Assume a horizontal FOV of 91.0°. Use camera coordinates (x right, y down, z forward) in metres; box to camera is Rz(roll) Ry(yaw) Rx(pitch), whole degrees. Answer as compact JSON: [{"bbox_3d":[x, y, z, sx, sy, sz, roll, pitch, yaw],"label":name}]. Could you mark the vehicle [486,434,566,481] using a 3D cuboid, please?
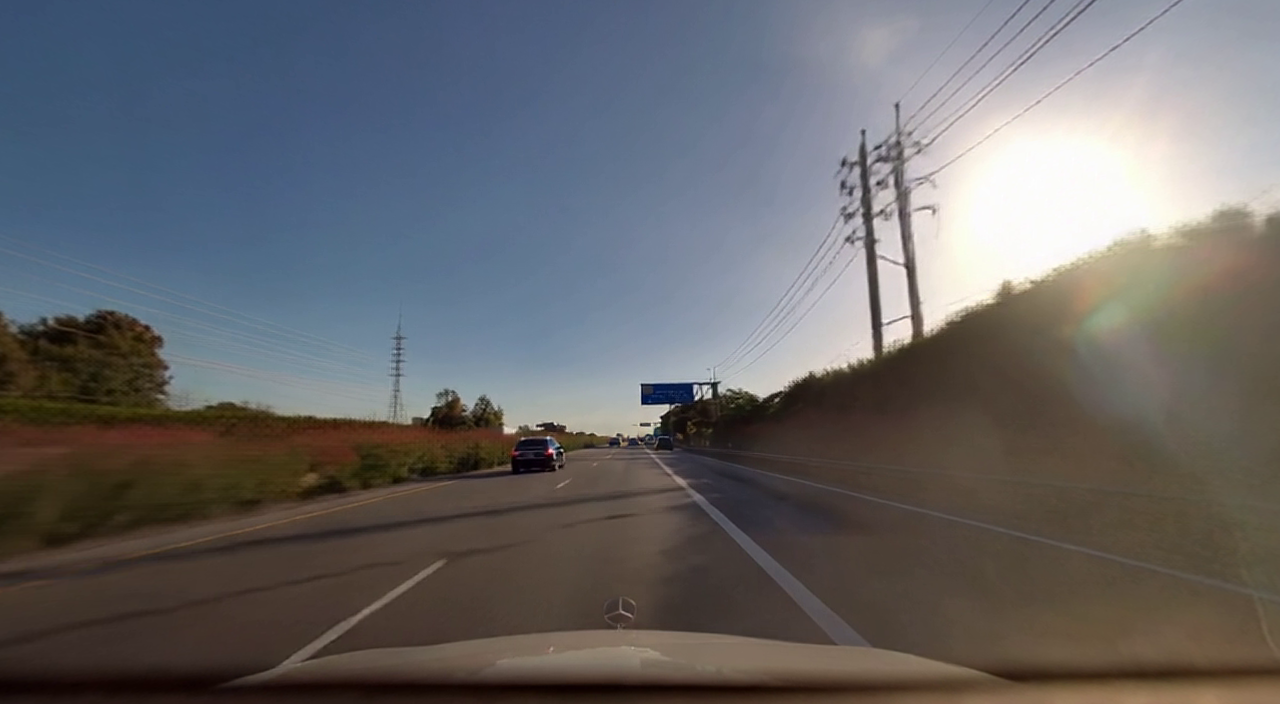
[{"bbox_3d":[-4.032,3.806,23.124,2.016,1.543,4.870,0,-8,0],"label":"vehicle"}]
